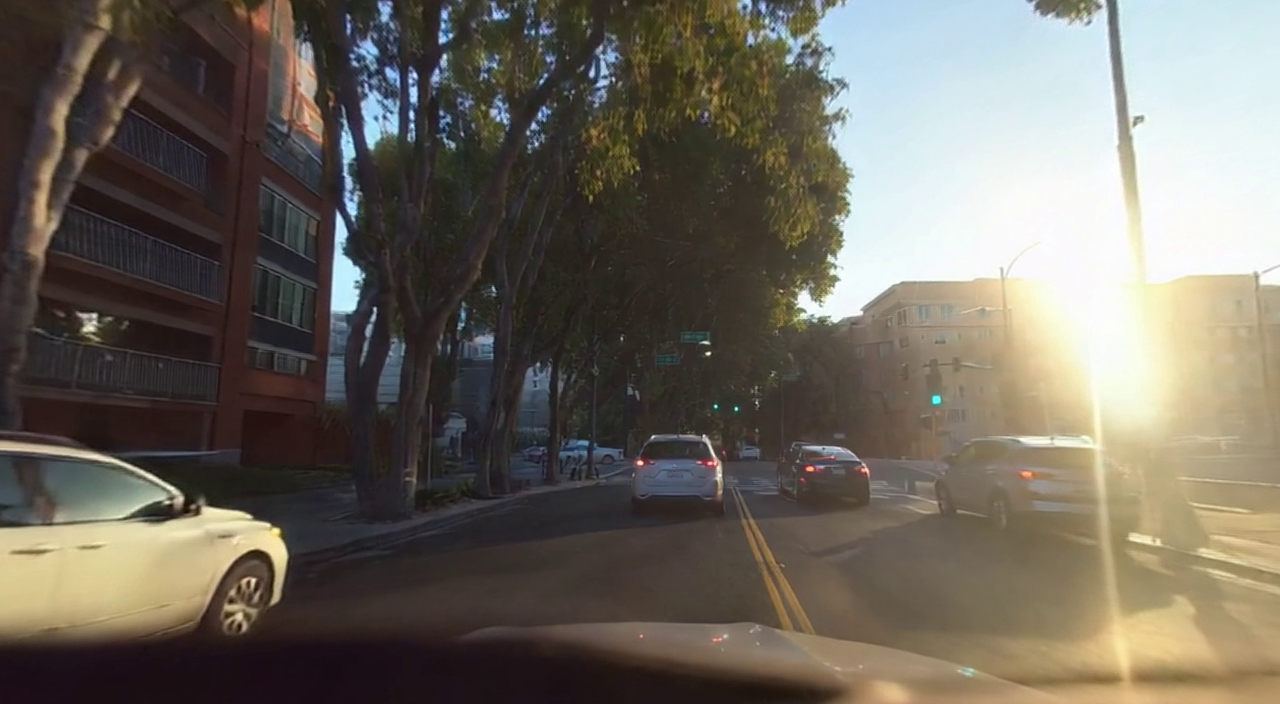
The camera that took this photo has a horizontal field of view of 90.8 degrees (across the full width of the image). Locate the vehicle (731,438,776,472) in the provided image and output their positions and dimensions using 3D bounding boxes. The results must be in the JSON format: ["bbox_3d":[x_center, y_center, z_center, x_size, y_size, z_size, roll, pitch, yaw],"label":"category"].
[{"bbox_3d":[6.122,5.616,34.503,2.111,1.705,4.093,-1,-9,6],"label":"vehicle"}]

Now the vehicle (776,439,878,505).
[{"bbox_3d":[5.131,3.321,17.950,2.111,1.619,4.077,-1,-9,7],"label":"vehicle"}]

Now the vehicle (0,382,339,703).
[{"bbox_3d":[-4.007,1.115,3.492,2.013,1.772,4.439,-1,-9,8],"label":"vehicle"}]

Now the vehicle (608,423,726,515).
[{"bbox_3d":[0.863,2.763,15.451,2.333,1.832,5.200,-1,-9,8],"label":"vehicle"}]

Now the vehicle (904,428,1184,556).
[{"bbox_3d":[6.951,2.427,11.871,2.093,1.815,5.441,-1,-9,6],"label":"vehicle"}]
